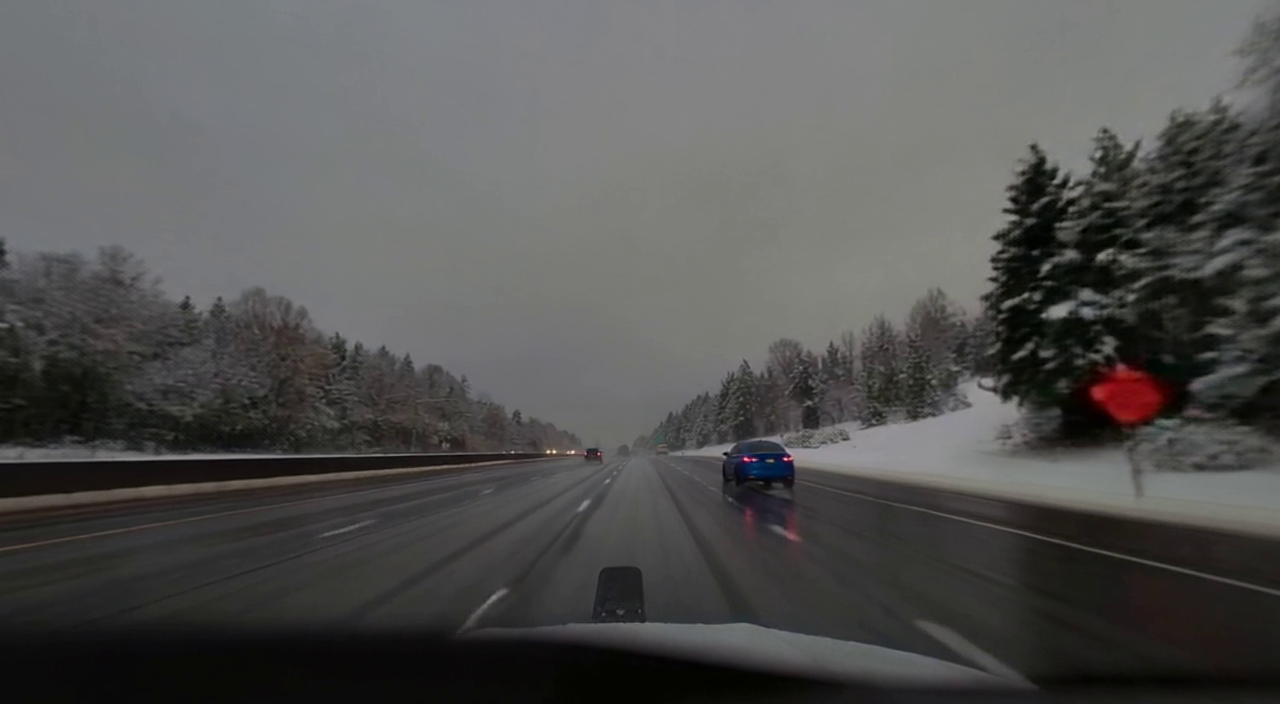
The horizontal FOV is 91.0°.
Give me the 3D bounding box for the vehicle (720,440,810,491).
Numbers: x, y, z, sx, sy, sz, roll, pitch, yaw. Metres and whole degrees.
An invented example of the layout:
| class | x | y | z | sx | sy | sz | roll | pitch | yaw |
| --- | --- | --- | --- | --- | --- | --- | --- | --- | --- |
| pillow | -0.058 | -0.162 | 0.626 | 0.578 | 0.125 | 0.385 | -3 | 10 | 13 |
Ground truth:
| class | x | y | z | sx | sy | sz | roll | pitch | yaw |
| --- | --- | --- | --- | --- | --- | --- | --- | --- | --- |
| vehicle | 3.989 | 3.722 | 20.937 | 2.033 | 1.501 | 4.398 | 0 | -9 | -1 |
